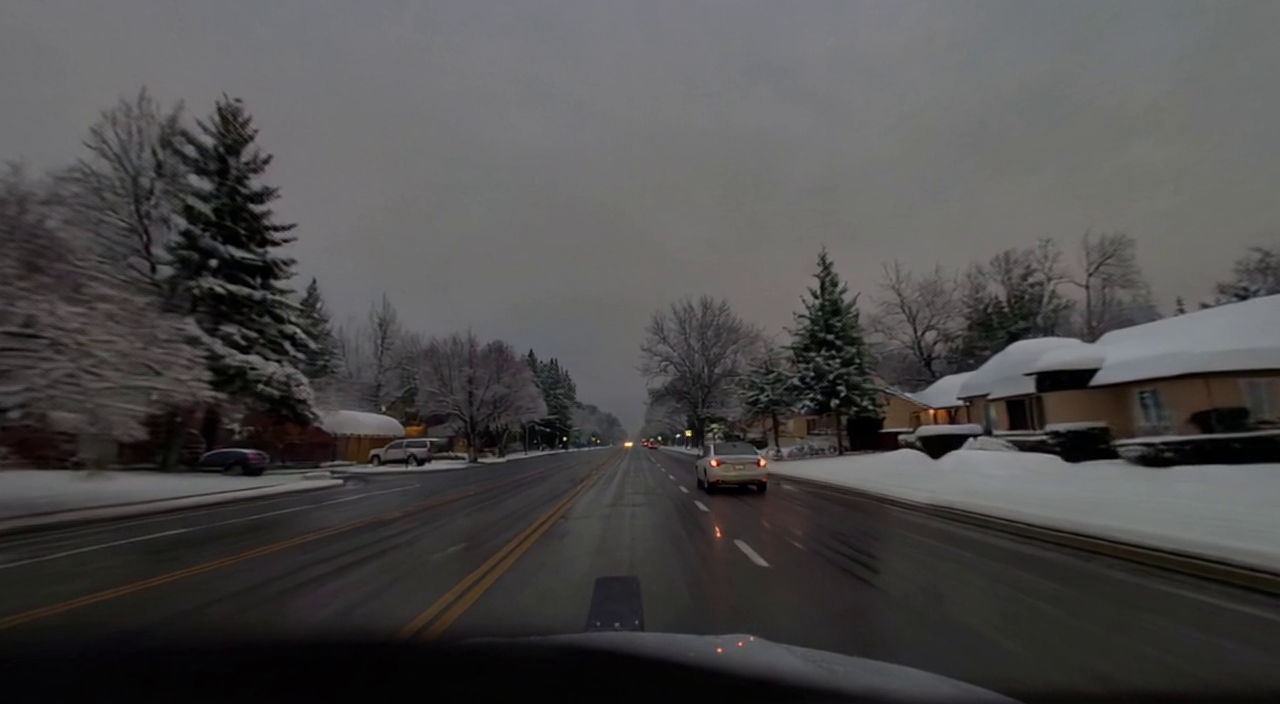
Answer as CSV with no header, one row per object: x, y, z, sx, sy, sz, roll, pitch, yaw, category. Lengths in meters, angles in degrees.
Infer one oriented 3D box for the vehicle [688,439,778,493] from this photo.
2.775,3.509,19.824,2.057,1.493,4.225,0,-8,-2,vehicle
